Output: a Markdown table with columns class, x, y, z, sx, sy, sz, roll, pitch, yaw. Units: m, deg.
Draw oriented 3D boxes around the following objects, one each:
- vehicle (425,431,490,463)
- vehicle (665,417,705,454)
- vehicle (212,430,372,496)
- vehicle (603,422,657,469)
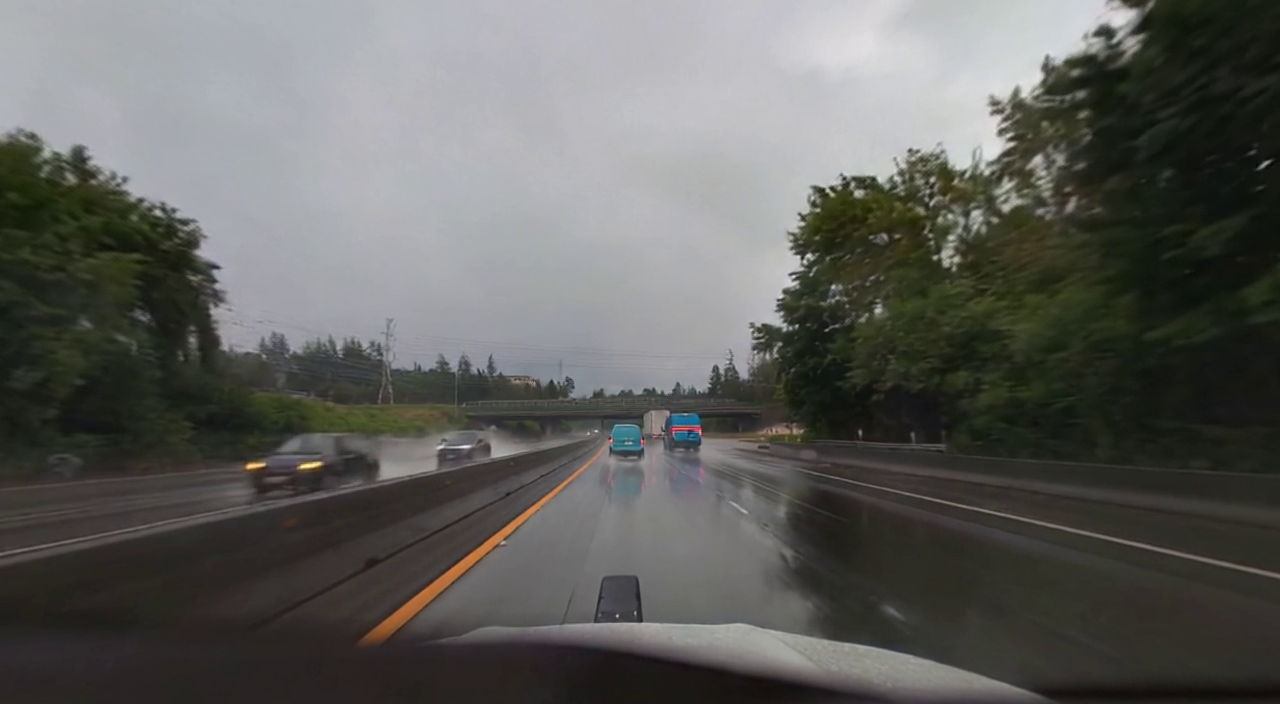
| class | x | y | z | sx | sy | sz | roll | pitch | yaw |
| --- | --- | --- | --- | --- | --- | --- | --- | --- | --- |
| vehicle | -9.637 | 5.062 | 33.757 | 2.086 | 1.597 | 4.854 | 0 | -8 | -1 |
| vehicle | 3.196 | 6.123 | 46.068 | 2.387 | 2.506 | 5.374 | 0 | -8 | -2 |
| vehicle | -9.250 | 2.946 | 17.236 | 1.992 | 1.566 | 4.223 | 0 | -8 | -1 |
| vehicle | -0.450 | 3.837 | 26.004 | 2.073 | 1.750 | 4.116 | 0 | -8 | -2 |
